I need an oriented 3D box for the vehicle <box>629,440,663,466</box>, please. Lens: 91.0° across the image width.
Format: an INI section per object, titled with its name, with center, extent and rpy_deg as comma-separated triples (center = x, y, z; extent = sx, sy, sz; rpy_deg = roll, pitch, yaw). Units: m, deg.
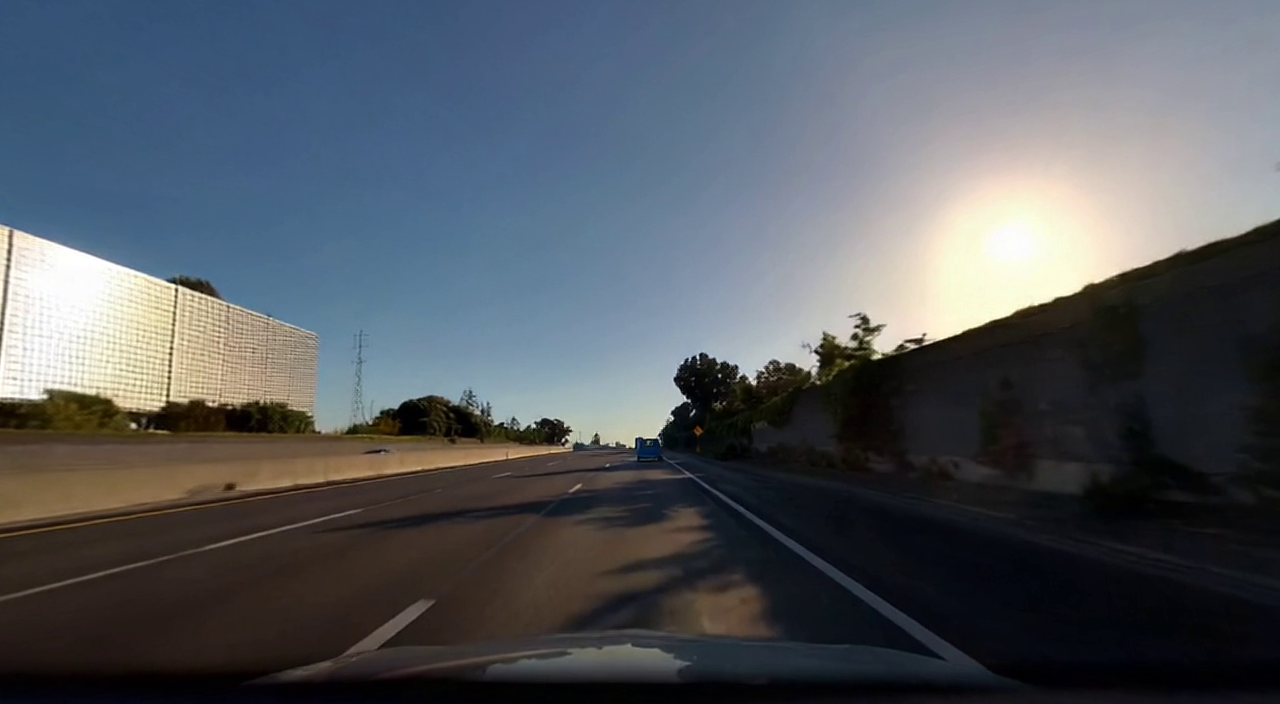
[vehicle]
center = 0.351, 6.109, 38.254
extent = 1.997, 1.484, 3.409
rpy_deg = 0, -8, 0
